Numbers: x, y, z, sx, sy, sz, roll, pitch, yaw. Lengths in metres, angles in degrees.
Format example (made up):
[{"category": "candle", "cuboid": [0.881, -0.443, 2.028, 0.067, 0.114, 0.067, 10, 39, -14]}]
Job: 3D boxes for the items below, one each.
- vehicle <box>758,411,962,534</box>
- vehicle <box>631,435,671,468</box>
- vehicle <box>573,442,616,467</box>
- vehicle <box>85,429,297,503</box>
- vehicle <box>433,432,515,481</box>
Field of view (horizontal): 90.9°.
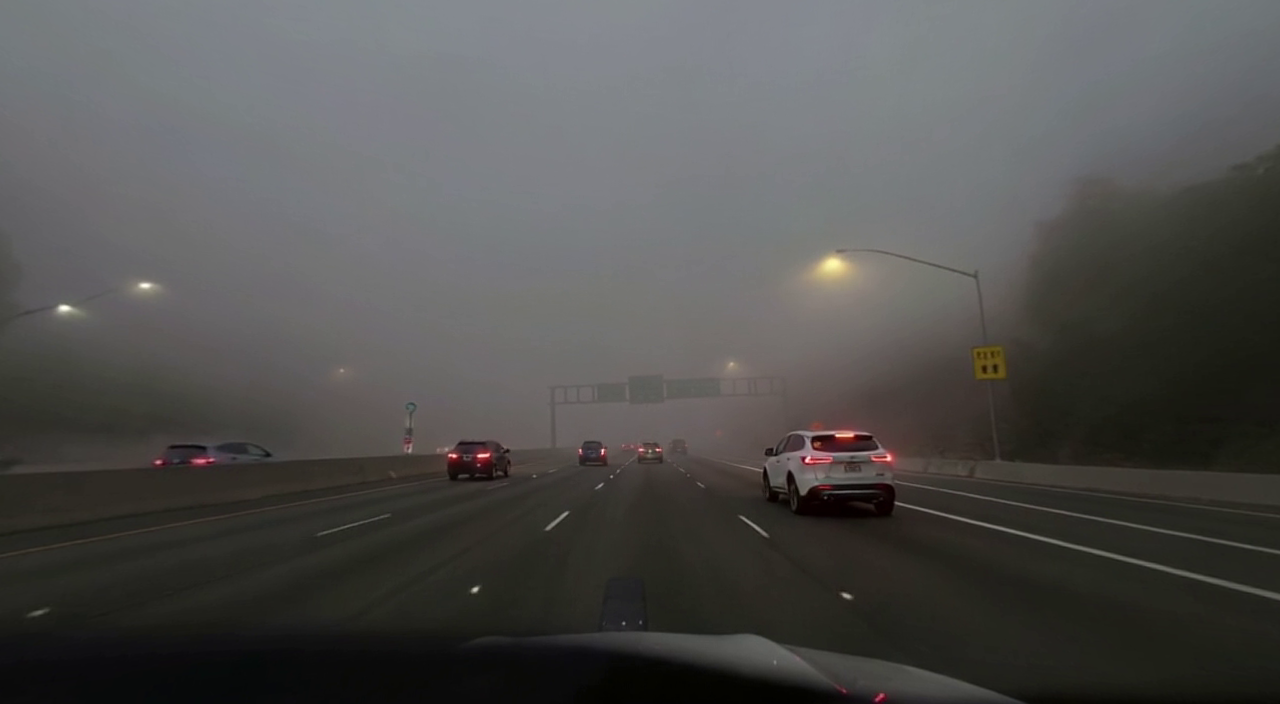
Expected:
[{"category": "vehicle", "cuboid": [3.708, 2.129, 11.737, 2.083, 1.823, 4.627, 0, -8, 0]}, {"category": "vehicle", "cuboid": [0.662, 5.589, 35.594, 2.133, 1.739, 3.925, 0, -8, 2]}, {"category": "vehicle", "cuboid": [-2.680, 6.177, 38.103, 2.205, 1.406, 4.286, 0, -8, 1]}, {"category": "vehicle", "cuboid": [-11.890, 3.038, 17.323, 2.076, 1.701, 5.093, 0, -8, 0]}, {"category": "vehicle", "cuboid": [-6.220, 3.968, 24.163, 1.946, 1.688, 4.019, 0, -8, 1]}]
